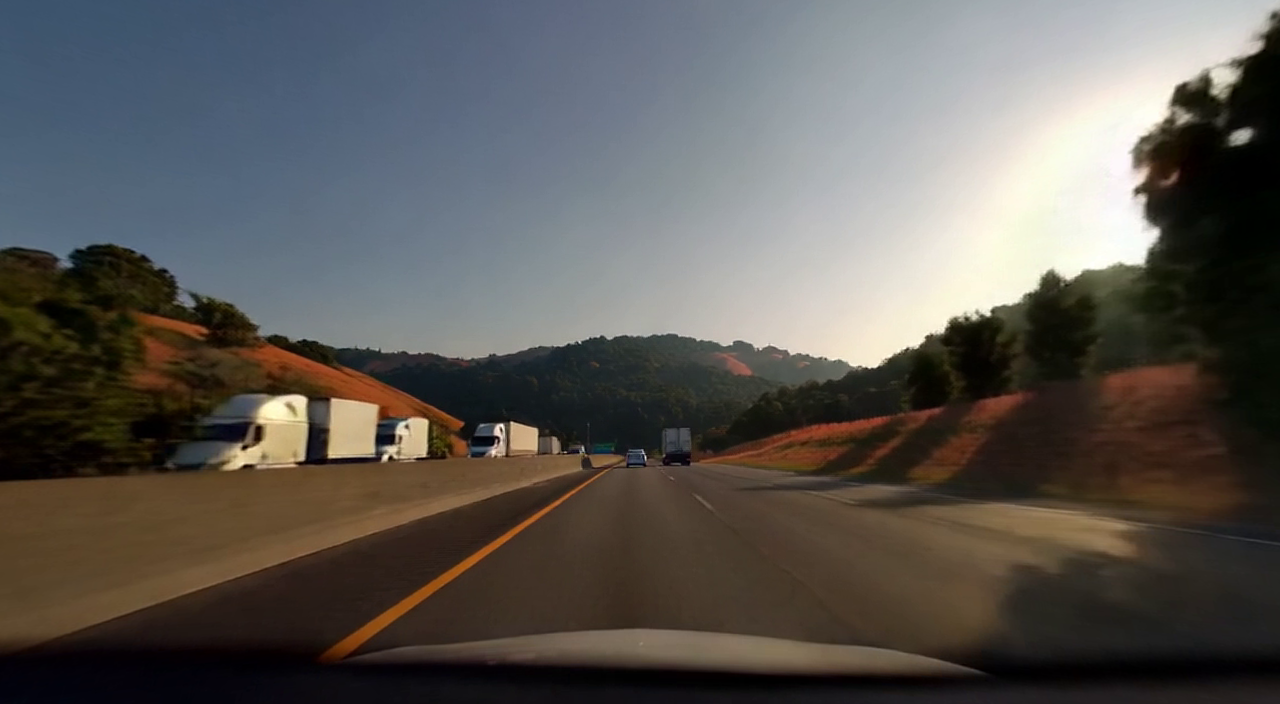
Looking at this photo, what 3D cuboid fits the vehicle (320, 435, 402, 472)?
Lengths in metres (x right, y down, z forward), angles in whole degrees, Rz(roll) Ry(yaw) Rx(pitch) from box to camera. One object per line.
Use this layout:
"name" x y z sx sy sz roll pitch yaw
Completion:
"vehicle" -12.684 4.652 28.971 2.082 1.570 3.684 0 -9 0

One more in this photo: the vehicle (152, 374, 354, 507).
"vehicle" -12.752 3.048 21.627 2.948 3.877 6.066 0 -9 -1

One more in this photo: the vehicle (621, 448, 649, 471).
"vehicle" -0.410 8.456 49.886 2.137 1.689 4.051 0 -9 -1
